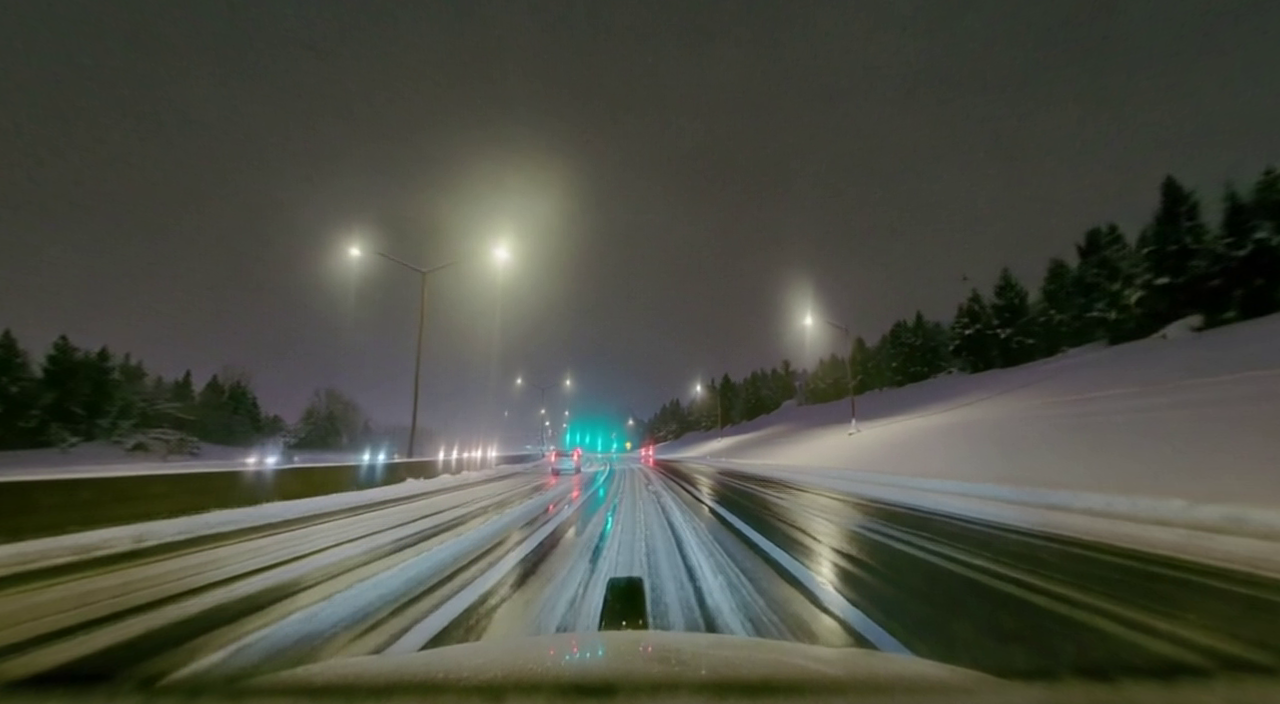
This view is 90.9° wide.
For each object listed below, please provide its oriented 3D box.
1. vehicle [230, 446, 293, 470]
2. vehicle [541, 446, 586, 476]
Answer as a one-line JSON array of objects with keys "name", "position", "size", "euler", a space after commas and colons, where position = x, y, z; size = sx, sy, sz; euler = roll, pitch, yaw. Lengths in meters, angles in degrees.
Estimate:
[{"name": "vehicle", "position": [-29.388, 8.209, 49.166], "size": [1.939, 1.723, 4.907], "euler": [0, -8, -2]}, {"name": "vehicle", "position": [-4.124, 5.943, 34.570], "size": [2.014, 1.481, 4.156], "euler": [0, -8, 0]}]
